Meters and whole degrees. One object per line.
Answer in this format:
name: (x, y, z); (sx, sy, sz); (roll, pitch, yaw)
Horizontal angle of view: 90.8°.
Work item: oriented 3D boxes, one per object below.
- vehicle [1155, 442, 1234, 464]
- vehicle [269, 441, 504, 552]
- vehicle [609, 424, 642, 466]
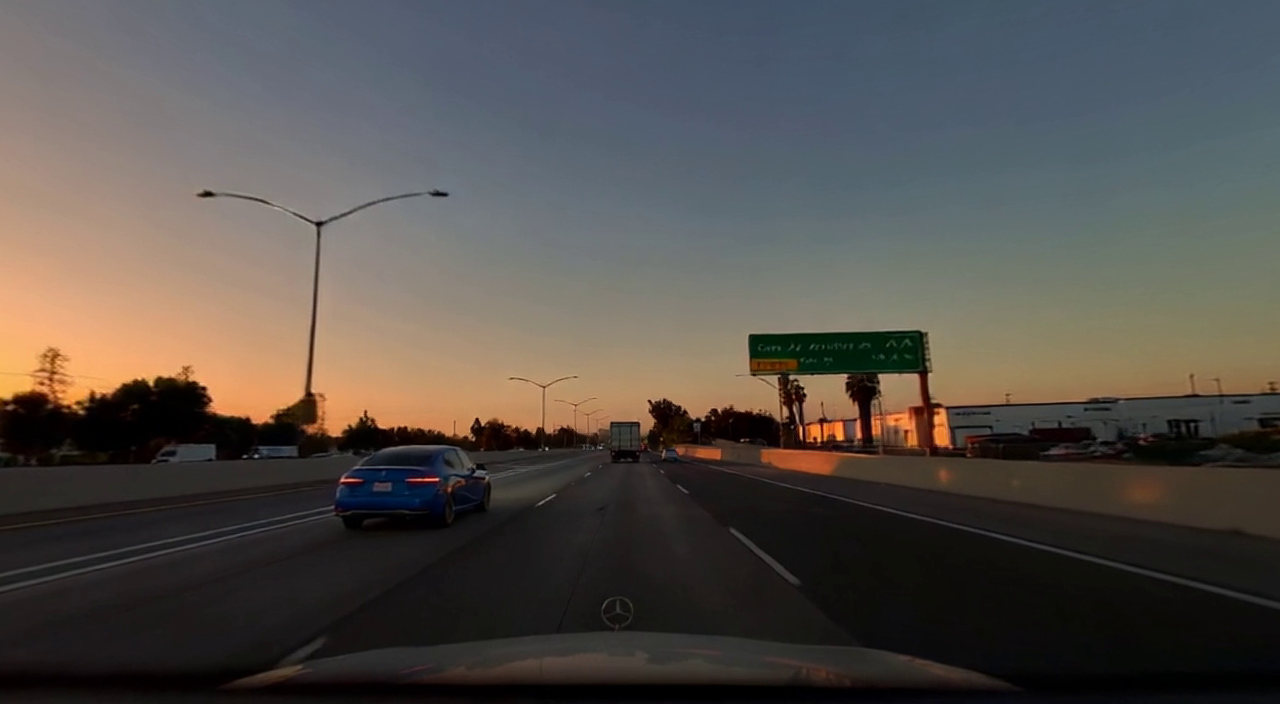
vehicle: (43.116, 7.844, 49.145); (4.395, 1.574, 1.911); (0, -9, -3)
vehicle: (-3.836, 2.243, 10.567); (2.097, 1.447, 4.291); (0, -8, 1)
vehicle: (-1.128, 7.147, 48.349); (2.364, 2.953, 6.495); (0, -8, -2)
